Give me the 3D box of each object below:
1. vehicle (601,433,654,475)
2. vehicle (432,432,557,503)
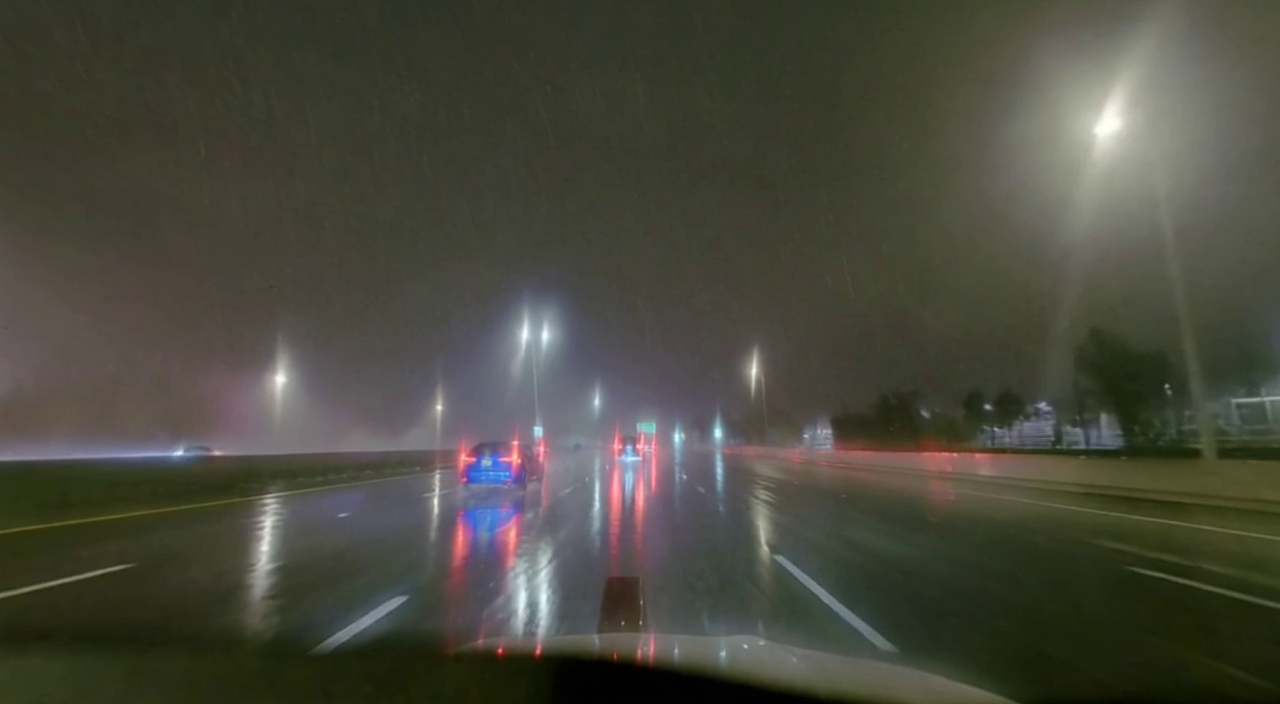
[{"bbox_3d":[-0.489,4.440,27.441,2.155,1.690,4.318,0,-9,0],"label":"vehicle"},{"bbox_3d":[-3.642,2.988,16.688,2.124,1.607,4.531,0,-9,1],"label":"vehicle"}]
